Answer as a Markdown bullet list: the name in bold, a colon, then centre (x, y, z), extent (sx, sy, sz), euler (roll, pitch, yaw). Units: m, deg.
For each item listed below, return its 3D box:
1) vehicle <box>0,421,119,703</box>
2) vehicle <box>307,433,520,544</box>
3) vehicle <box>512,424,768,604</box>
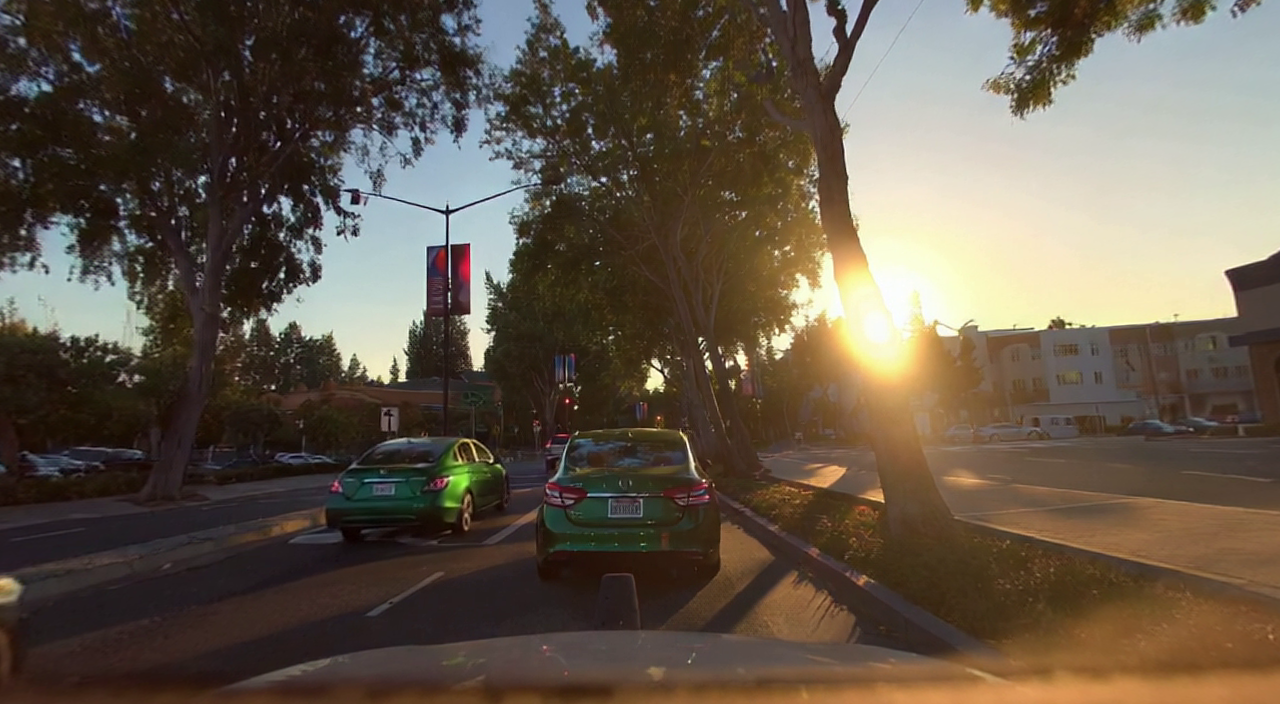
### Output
- **vehicle**: centre (-3.368, 0.724, 0.605), extent (1.952, 1.431, 4.383), euler (0, -8, 1)
- **vehicle**: centre (-3.492, 2.181, 10.826), extent (1.961, 1.487, 4.453), euler (0, -8, 0)
- **vehicle**: centre (-0.056, 1.640, 7.309), extent (2.126, 1.475, 3.967), euler (0, -8, -2)
